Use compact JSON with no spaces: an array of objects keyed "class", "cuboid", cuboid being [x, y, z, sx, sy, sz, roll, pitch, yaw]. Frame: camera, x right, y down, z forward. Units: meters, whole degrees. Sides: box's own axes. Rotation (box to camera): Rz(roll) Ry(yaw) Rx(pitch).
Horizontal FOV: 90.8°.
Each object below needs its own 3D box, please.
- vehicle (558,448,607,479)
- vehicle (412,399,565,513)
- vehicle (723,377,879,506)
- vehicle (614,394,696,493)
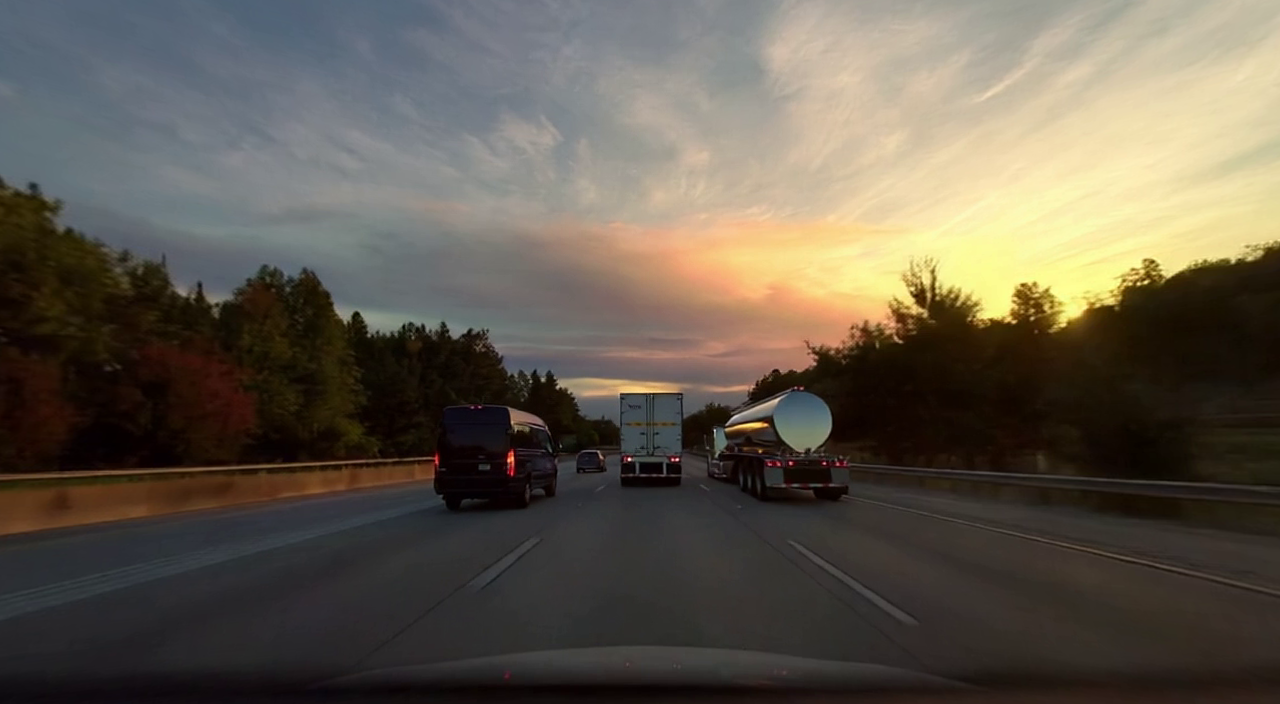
[{"class":"vehicle","cuboid":[-3.194,6.308,35.918,2.134,1.652,4.439,-1,-9,3]},{"class":"vehicle","cuboid":[-3.831,2.874,17.637,2.525,2.572,6.260,0,-9,2]},{"class":"vehicle","cuboid":[5.150,3.321,23.023,2.706,3.500,11.483,0,-9,0]},{"class":"vehicle","cuboid":[0.332,3.983,26.869,2.773,3.455,9.118,0,-9,-3]}]
